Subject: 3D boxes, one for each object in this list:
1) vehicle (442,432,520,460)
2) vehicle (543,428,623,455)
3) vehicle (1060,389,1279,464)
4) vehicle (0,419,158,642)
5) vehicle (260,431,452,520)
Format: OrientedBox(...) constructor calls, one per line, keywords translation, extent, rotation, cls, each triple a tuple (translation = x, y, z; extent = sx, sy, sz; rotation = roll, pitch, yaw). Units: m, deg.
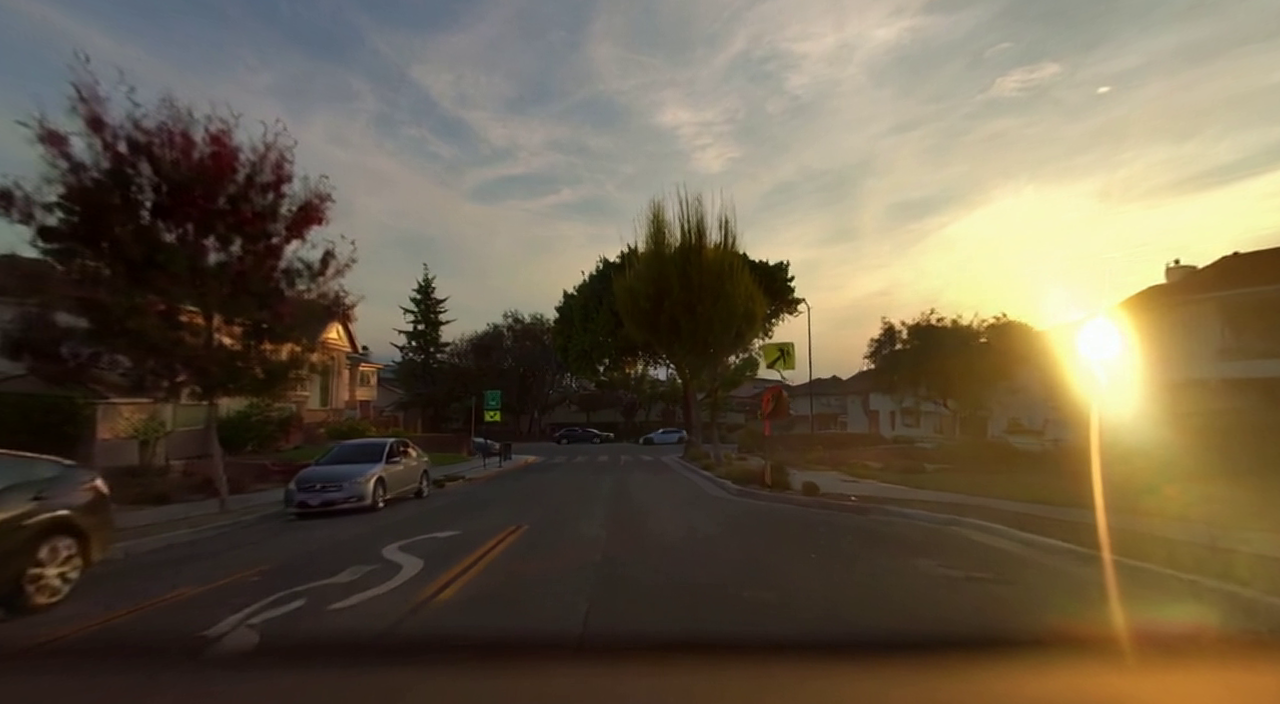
OrientedBox(translation=(-10.159, 5.976, 40.228), extent=(4.639, 1.700, 2.002), rotation=(2, -8, -18), cls="vehicle")
OrientedBox(translation=(-3.982, 6.297, 44.437), extent=(5.181, 1.768, 2.139), rotation=(3, -8, -25), cls="vehicle")
OrientedBox(translation=(14.153, 2.052, 17.076), extent=(4.184, 1.817, 2.026), rotation=(-4, -8, 23), cls="vehicle")
OrientedBox(translation=(-5.378, 1.175, 3.869), extent=(1.842, 1.540, 3.704), rotation=(0, -8, 0), cls="vehicle")
OrientedBox(translation=(-5.423, 2.382, 12.747), extent=(1.919, 1.464, 4.155), rotation=(0, -8, 0), cls="vehicle")
